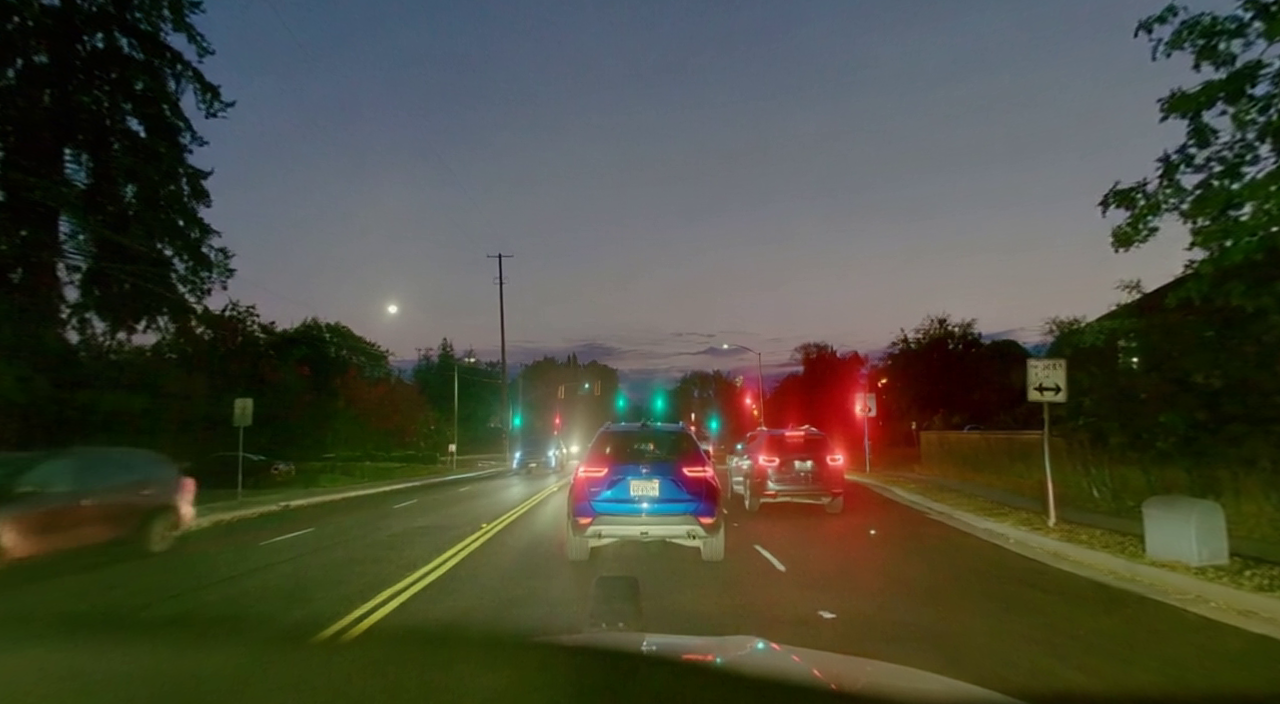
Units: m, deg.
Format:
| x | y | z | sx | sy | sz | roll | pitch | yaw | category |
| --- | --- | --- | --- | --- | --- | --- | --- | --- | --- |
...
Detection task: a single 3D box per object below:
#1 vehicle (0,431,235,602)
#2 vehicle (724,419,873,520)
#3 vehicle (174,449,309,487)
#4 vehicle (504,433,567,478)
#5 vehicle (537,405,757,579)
| x | y | z | sx | sy | sz | roll | pitch | yaw | category |
| --- | --- | --- | --- | --- | --- | --- | --- | --- | --- |
| -7.311 | 1.854 | 7.771 | 1.985 | 1.672 | 3.960 | 0 | -8 | 0 | vehicle |
| 3.075 | 2.382 | 13.283 | 1.967 | 1.756 | 4.281 | 0 | -8 | -1 | vehicle |
| -16.117 | 4.678 | 25.644 | 4.245 | 1.446 | 1.827 | 0 | -8 | 1 | vehicle |
| -4.920 | 4.977 | 30.511 | 2.138 | 1.938 | 5.584 | 0 | -8 | -1 | vehicle |
| 0.054 | 1.676 | 8.321 | 2.151 | 1.695 | 4.100 | 0 | -8 | 0 | vehicle |
